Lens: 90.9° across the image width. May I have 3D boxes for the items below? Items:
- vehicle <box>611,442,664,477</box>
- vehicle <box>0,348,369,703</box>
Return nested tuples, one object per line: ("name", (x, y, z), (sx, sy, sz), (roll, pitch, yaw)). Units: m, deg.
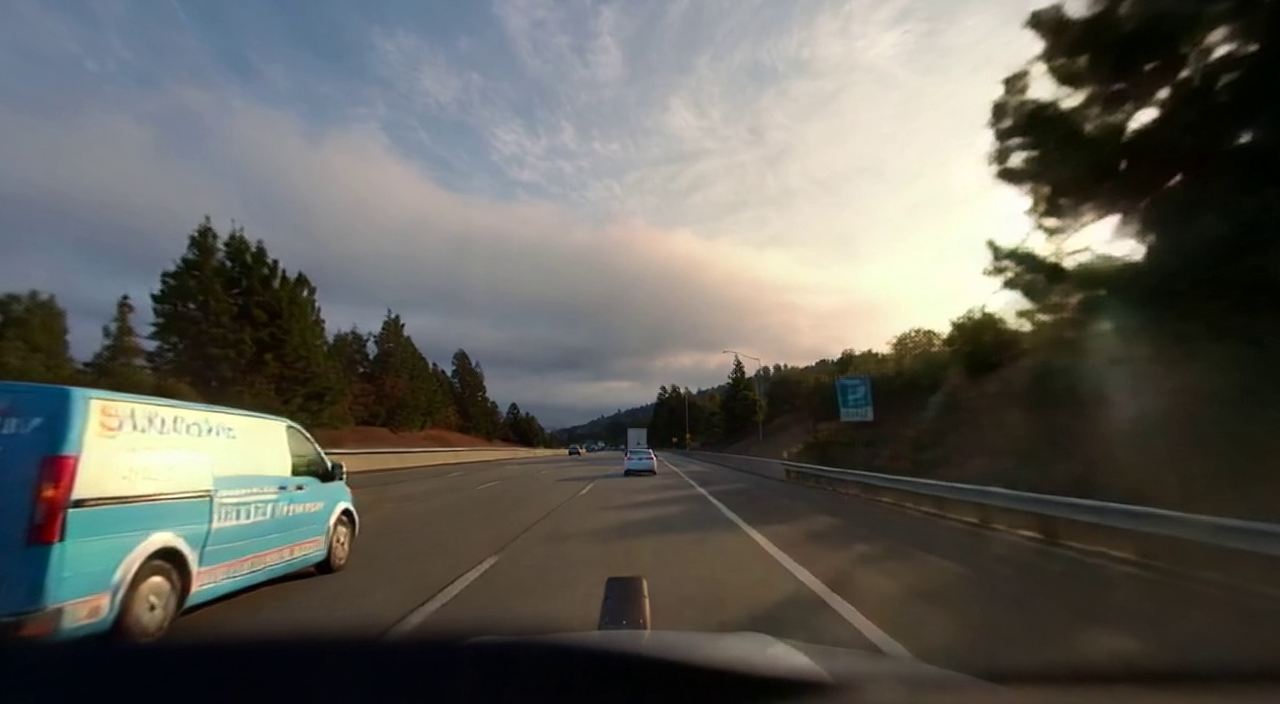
("vehicle", (-0.091, 4.869, 28.747), (2.238, 1.479, 3.672), (0, -9, 1))
("vehicle", (-4.378, 1.183, 4.994), (2.174, 1.862, 5.012), (0, -9, 1))
